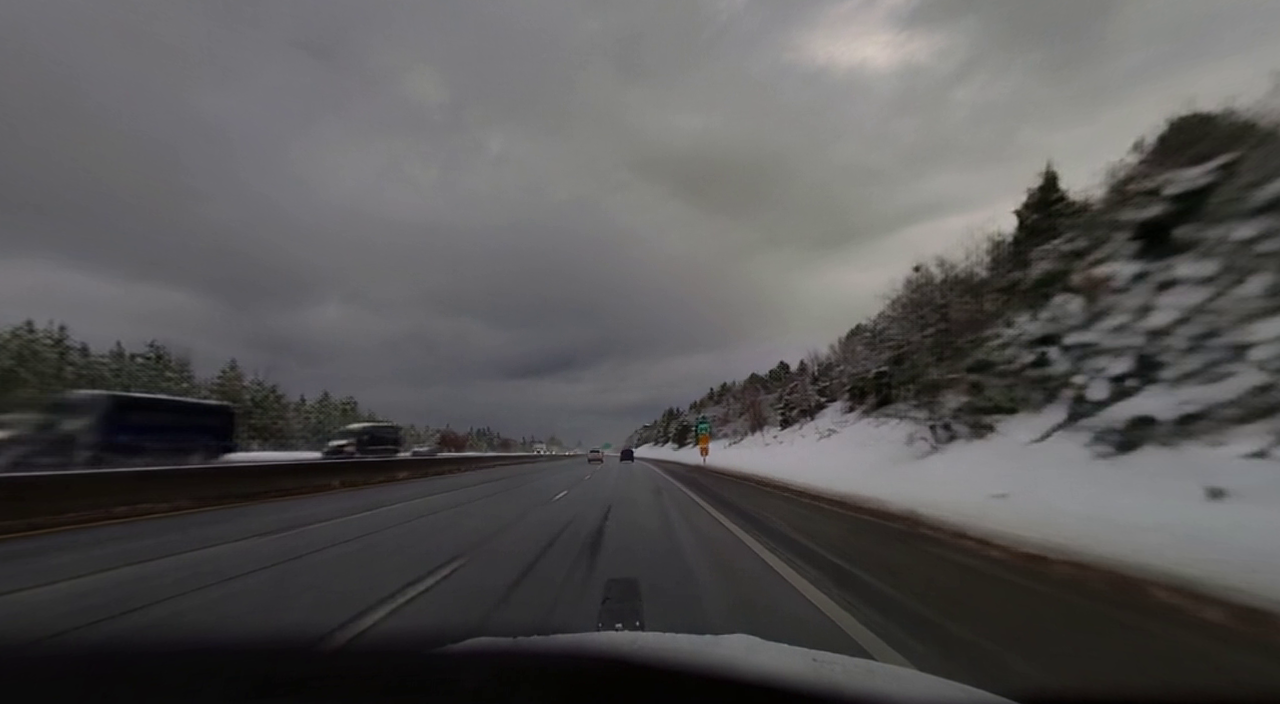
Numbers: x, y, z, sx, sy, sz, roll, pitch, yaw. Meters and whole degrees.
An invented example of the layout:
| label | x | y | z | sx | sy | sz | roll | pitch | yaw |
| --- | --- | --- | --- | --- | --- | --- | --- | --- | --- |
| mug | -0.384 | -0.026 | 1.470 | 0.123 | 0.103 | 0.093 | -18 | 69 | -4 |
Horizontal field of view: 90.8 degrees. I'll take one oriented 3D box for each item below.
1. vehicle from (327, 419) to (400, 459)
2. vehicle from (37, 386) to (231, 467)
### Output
| label | x | y | z | sx | sy | sz | roll | pitch | yaw |
| --- | --- | --- | --- | --- | --- | --- | --- | --- | --- |
| vehicle | -19.767 | 6.344 | 45.501 | 2.337 | 2.638 | 6.419 | 0 | -9 | -1 |
| vehicle | -23.439 | 3.674 | 29.994 | 2.632 | 3.352 | 7.766 | 0 | -9 | 0 |
